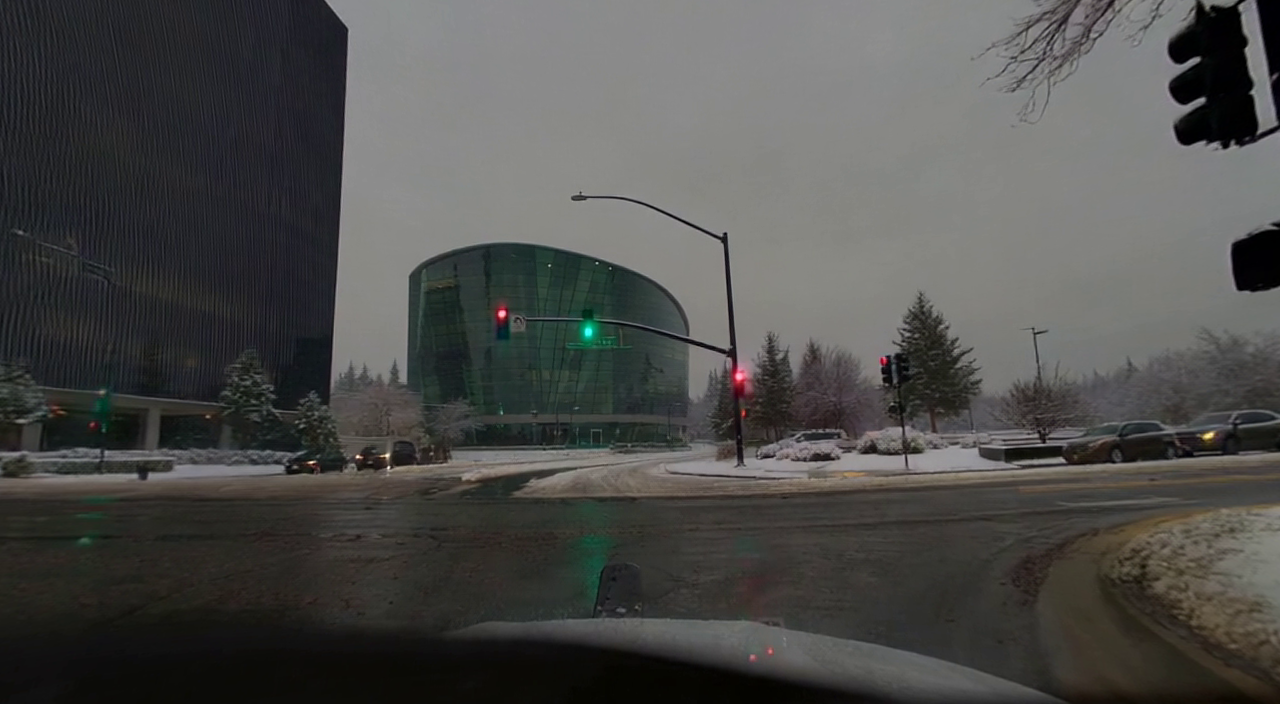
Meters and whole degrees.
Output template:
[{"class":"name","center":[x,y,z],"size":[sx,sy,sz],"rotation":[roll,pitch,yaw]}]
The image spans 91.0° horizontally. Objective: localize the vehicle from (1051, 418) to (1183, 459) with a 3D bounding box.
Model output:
[{"class":"vehicle","center":[19.071,3.522,25.493],"size":[1.834,1.480,4.458],"rotation":[0,-9,-1]}]

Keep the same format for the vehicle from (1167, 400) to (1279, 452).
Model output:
[{"class":"vehicle","center":[24.404,3.029,25.198],"size":[2.109,1.836,5.080],"rotation":[-2,-10,0]}]

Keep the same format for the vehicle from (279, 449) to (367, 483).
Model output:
[{"class":"vehicle","center":[-14.808,5.317,29.701],"size":[1.790,1.437,4.349],"rotation":[0,-9,2]}]

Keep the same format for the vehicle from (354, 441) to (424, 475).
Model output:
[{"class":"vehicle","center":[-14.899,6.314,37.748],"size":[2.091,1.915,5.040],"rotation":[0,-9,0]}]

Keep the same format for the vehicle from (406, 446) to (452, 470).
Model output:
[{"class":"vehicle","center":[-15.142,7.613,45.424],"size":[1.932,1.605,4.146],"rotation":[1,-9,-1]}]
